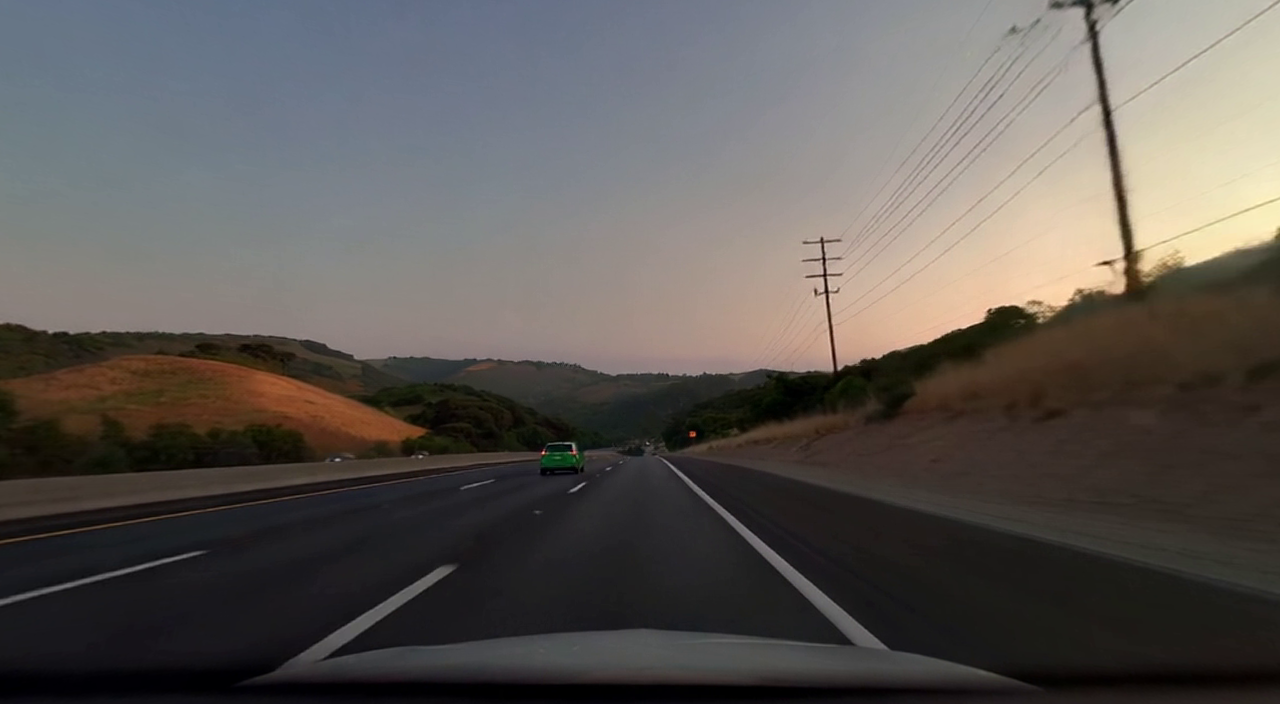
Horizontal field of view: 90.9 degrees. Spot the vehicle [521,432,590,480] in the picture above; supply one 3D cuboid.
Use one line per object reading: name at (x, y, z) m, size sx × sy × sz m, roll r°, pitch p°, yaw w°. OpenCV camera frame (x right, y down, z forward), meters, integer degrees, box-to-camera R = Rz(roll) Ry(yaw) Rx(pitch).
vehicle at (-3.450, 4.350, 26.644) m, size 2.136 × 1.845 × 4.515 m, roll -1°, pitch -8°, yaw 2°
